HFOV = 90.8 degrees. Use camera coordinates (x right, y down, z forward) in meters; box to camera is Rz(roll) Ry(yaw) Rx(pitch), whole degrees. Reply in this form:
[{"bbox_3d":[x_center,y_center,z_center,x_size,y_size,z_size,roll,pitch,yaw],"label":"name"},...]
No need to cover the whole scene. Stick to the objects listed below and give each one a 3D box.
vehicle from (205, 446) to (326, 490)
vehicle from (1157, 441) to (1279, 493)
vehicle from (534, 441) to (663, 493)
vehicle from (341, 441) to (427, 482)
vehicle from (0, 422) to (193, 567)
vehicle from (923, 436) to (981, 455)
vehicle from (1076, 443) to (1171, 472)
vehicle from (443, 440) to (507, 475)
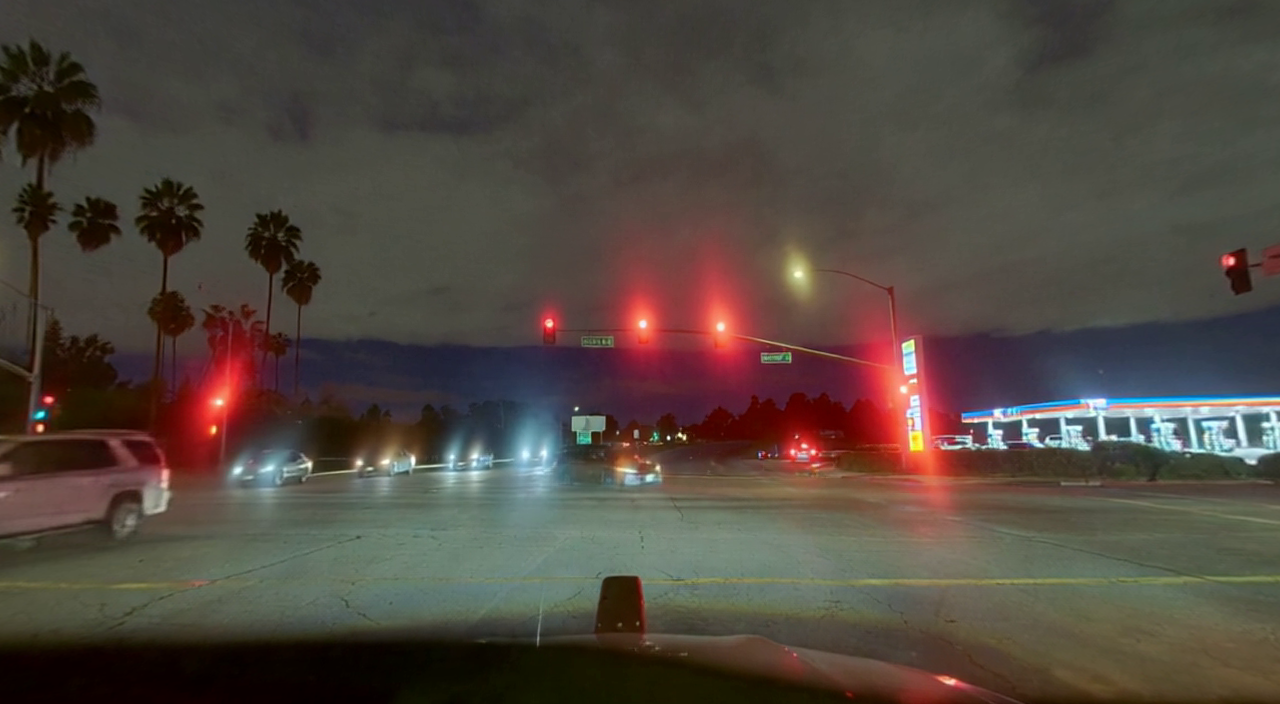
[{"bbox_3d":[-15.178,4.691,25.956,2.099,1.590,4.625,0,-9,0],"label":"vehicle"},{"bbox_3d":[18.716,3.399,18.815,5.015,1.446,1.862,0,-9,-3],"label":"vehicle"},{"bbox_3d":[-1.462,3.619,20.329,1.983,1.464,4.579,6,-11,-36],"label":"vehicle"},{"bbox_3d":[-11.875,5.095,29.717,1.973,1.712,4.872,0,-9,0],"label":"vehicle"},{"bbox_3d":[-8.493,1.800,8.280,2.156,1.662,4.186,0,-9,0],"label":"vehicle"},{"bbox_3d":[22.516,6.760,45.669,3.356,1.395,1.559,0,-9,-1],"label":"vehicle"},{"bbox_3d":[24.245,5.295,31.748,3.474,1.376,1.538,0,-9,-2],"label":"vehicle"},{"bbox_3d":[-8.536,5.508,33.195,2.124,1.701,4.551,0,-9,0],"label":"vehicle"}]
